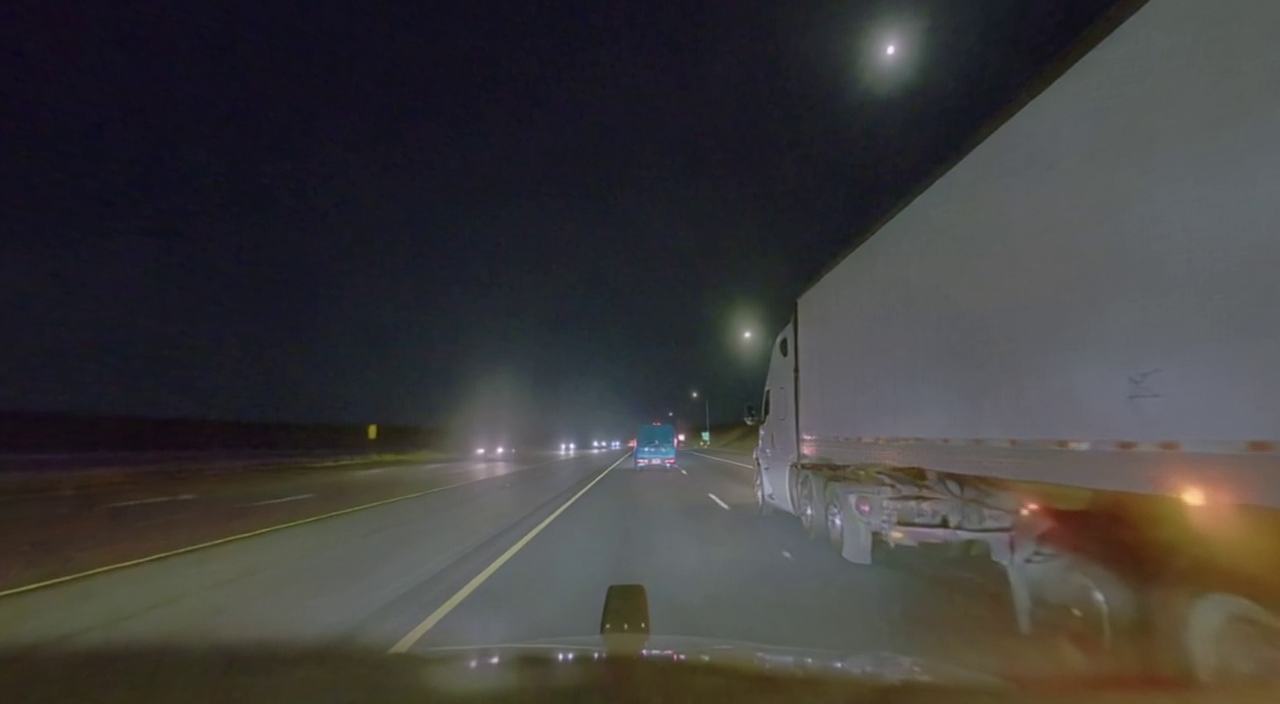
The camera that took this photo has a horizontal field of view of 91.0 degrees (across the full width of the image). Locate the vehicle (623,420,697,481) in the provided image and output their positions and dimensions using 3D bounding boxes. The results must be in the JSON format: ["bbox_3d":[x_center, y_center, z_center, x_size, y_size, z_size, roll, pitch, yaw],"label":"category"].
[{"bbox_3d":[0.729,3.619,23.403,2.469,2.027,4.554,0,-8,2],"label":"vehicle"}]

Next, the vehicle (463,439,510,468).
[{"bbox_3d":[-10.483,6.936,43.259,2.023,1.876,4.204,0,-8,2],"label":"vehicle"}]
